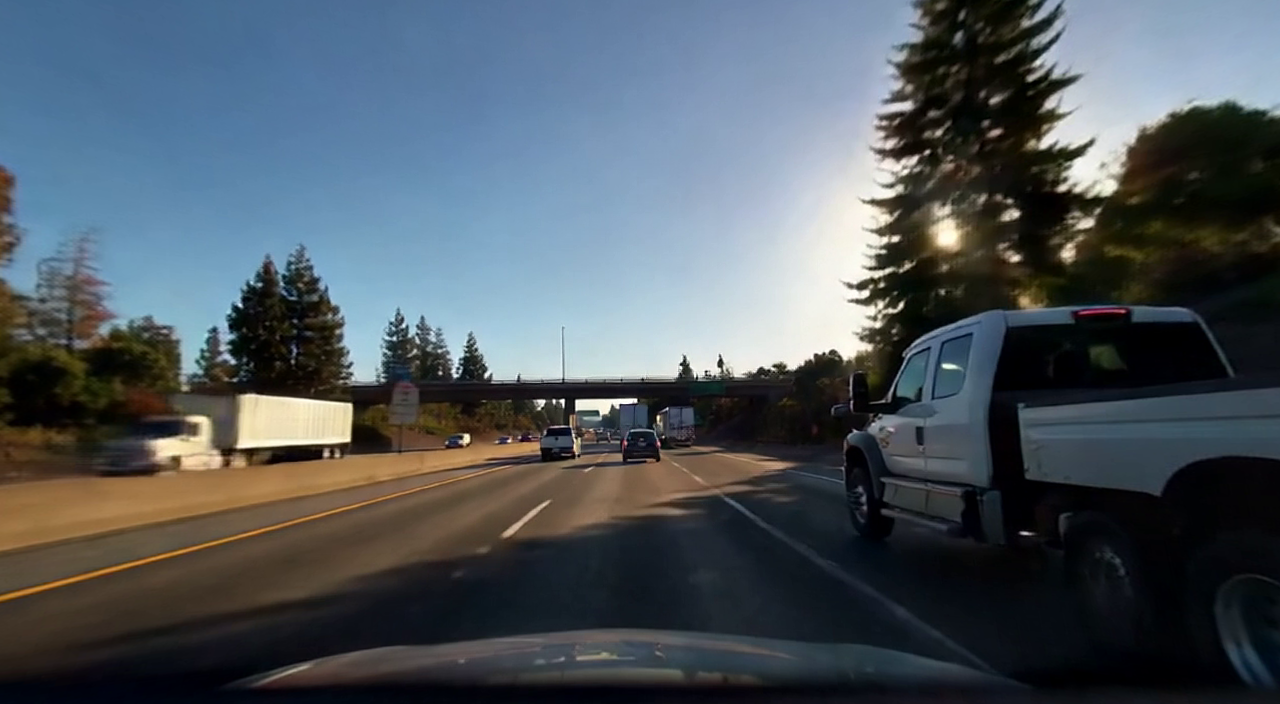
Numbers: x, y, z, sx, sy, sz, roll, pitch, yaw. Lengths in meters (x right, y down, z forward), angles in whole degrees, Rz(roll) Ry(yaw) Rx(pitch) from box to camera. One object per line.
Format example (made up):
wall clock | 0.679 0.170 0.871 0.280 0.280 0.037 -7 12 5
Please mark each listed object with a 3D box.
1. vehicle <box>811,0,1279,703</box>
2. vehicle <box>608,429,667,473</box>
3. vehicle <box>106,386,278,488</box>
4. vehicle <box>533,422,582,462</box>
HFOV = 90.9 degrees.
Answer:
vehicle | 3.690 0.084 4.082 2.783 3.483 7.836 0 -8 -1
vehicle | -0.144 3.714 23.828 2.059 1.522 3.693 0 -8 -2
vehicle | -20.670 3.990 29.776 2.980 4.215 6.844 0 -8 -1
vehicle | -4.312 4.805 33.792 2.013 1.961 4.692 0 -8 0
